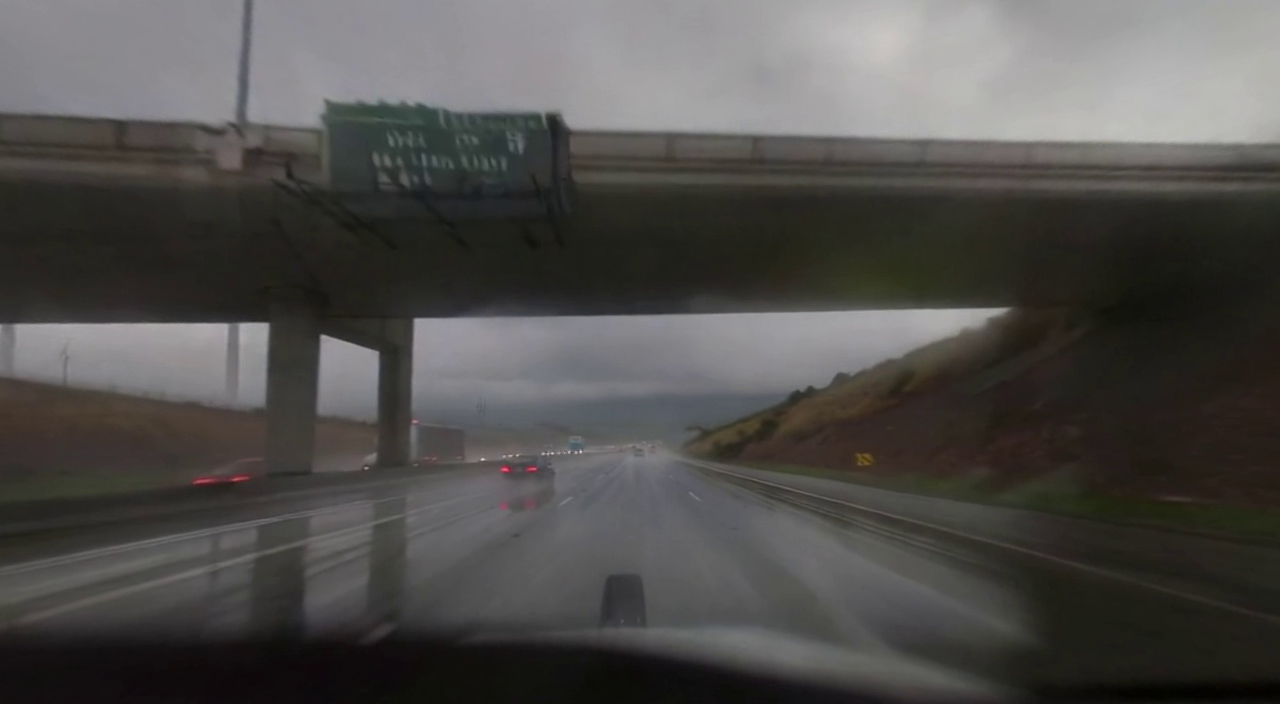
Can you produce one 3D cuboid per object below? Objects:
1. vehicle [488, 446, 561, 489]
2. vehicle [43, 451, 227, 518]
[{"bbox_3d":[-4.237,4.308,23.834,1.921,1.481,4.120,0,-9,0],"label":"vehicle"},{"bbox_3d":[-11.912,3.100,15.199,1.590,1.384,3.364,0,-9,1],"label":"vehicle"}]
